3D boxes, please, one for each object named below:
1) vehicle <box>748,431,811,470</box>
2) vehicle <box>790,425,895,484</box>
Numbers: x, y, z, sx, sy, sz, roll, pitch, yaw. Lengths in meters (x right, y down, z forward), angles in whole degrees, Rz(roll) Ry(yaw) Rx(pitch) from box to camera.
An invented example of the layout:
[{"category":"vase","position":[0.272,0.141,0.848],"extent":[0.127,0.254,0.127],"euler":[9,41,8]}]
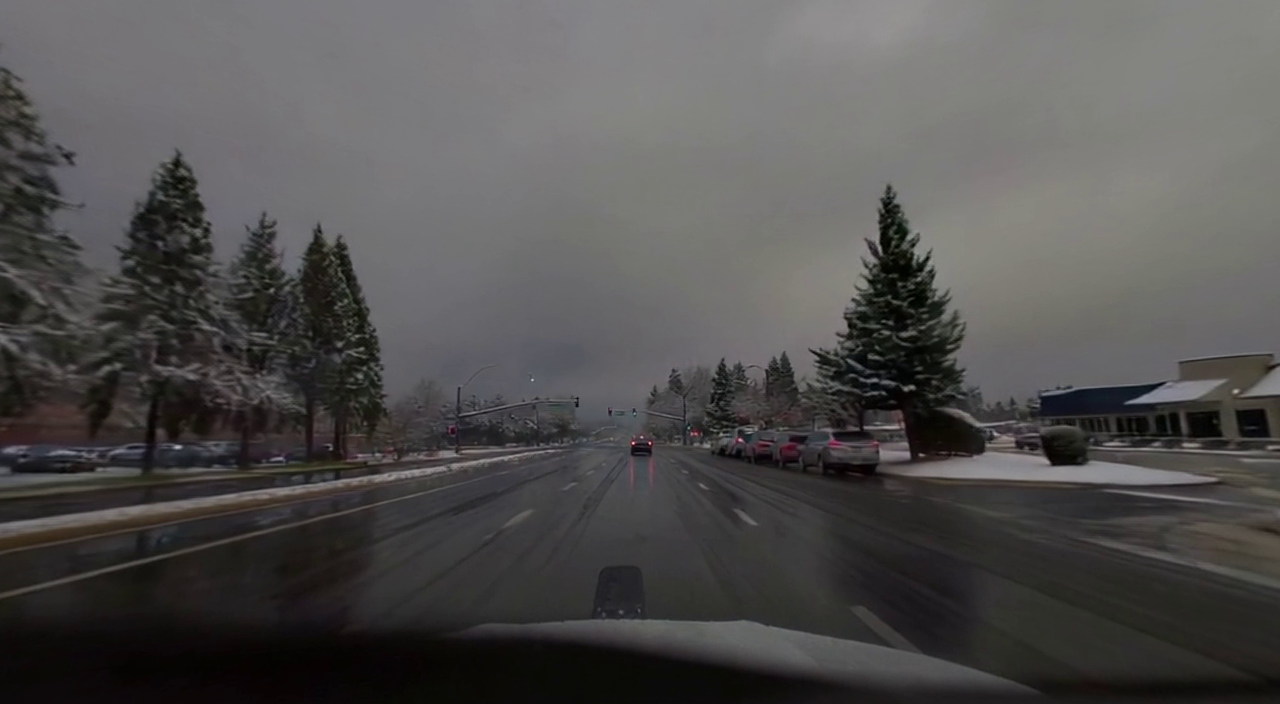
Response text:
[{"category":"vehicle","position":[6.699,4.789,30.847],"extent":[1.924,1.721,4.514],"euler":[0,-8,-1]},{"category":"vehicle","position":[6.713,3.460,21.537],"extent":[1.985,1.758,4.523],"euler":[0,-8,-1]}]
